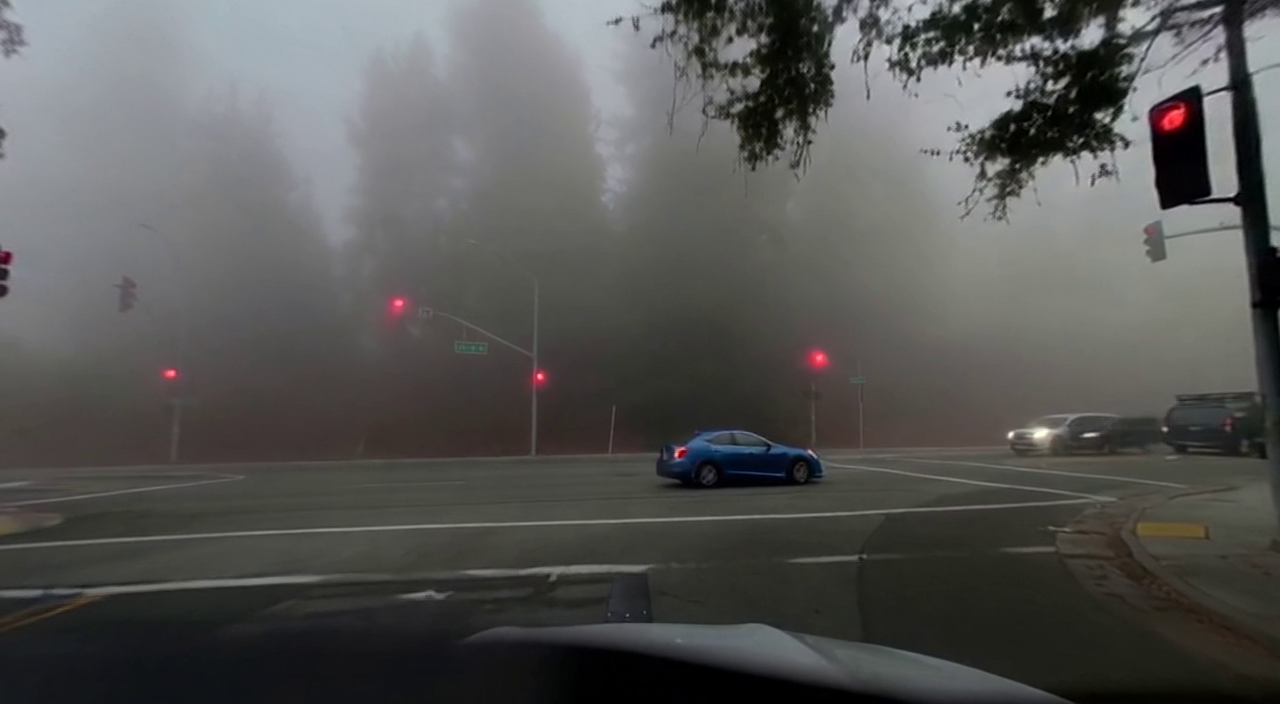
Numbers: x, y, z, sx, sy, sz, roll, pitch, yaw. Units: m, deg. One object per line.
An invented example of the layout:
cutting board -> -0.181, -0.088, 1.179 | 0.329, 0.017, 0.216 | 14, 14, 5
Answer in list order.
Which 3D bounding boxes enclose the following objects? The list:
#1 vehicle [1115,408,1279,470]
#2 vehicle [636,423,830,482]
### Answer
vehicle -> 16.802, 2.520, 18.258 | 4.636, 1.668, 1.935 | 1, -9, -6
vehicle -> 2.361, 2.669, 16.775 | 4.757, 1.442, 1.858 | 1, -9, -7
